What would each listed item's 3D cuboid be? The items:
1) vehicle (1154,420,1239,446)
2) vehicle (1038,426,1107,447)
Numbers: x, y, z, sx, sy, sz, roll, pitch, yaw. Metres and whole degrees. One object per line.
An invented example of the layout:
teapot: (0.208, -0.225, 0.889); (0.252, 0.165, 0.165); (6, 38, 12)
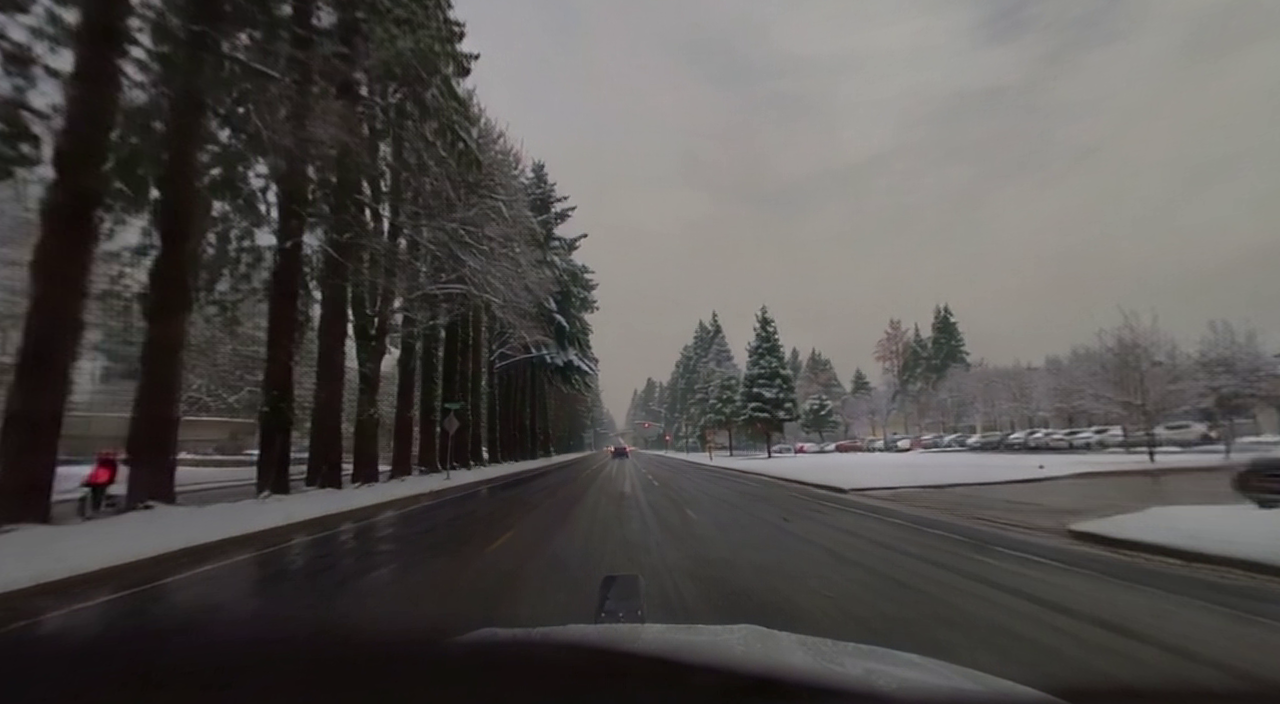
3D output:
vehicle: (43.352, 6.384, 49.392); (1.929, 1.842, 4.959); (0, -9, -3)
vehicle: (32.746, 6.484, 48.006); (1.850, 1.490, 4.701); (0, -9, 0)
